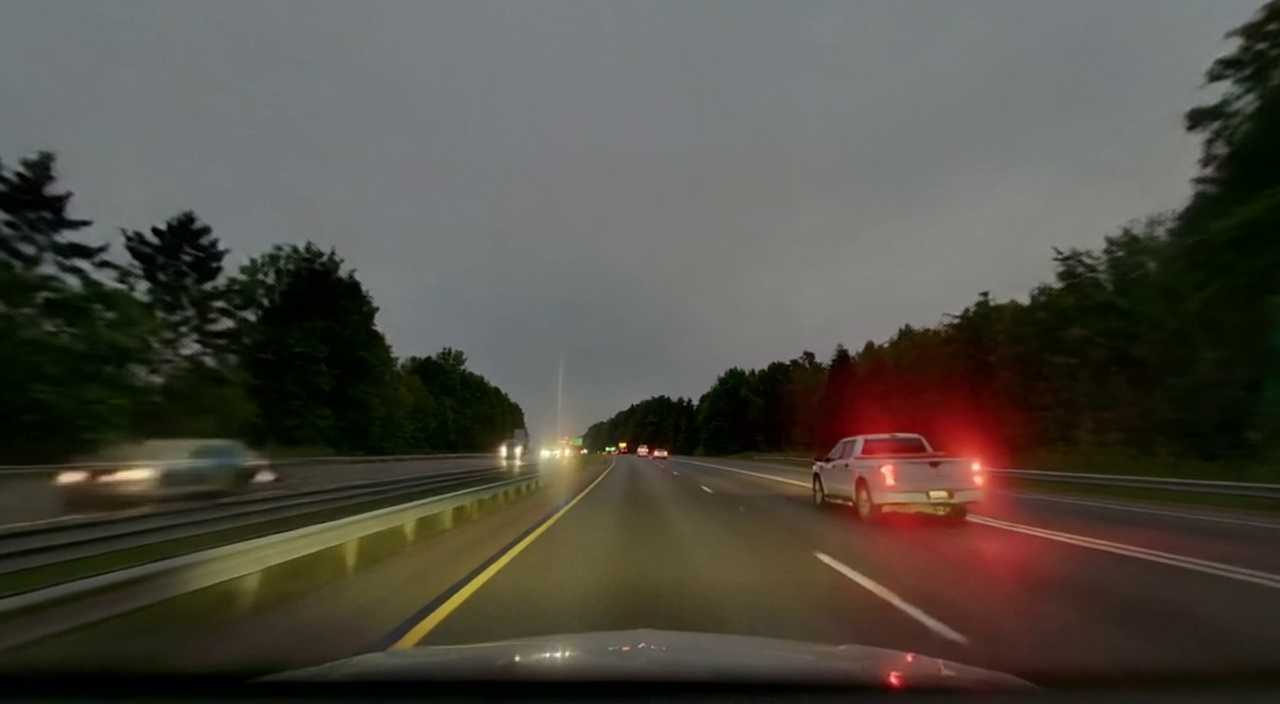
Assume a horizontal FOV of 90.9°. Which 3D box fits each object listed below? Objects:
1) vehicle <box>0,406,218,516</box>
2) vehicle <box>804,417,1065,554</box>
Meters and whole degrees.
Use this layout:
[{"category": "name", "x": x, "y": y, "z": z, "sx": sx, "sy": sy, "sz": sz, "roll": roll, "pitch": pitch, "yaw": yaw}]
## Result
[{"category": "vehicle", "x": -9.105, "y": 1.698, "z": 9.990, "sx": 1.852, "sy": 1.394, "sz": 4.228, "roll": 0, "pitch": -9, "yaw": 0}, {"category": "vehicle", "x": 4.212, "y": 1.988, "z": 10.037, "sx": 1.933, "sy": 1.663, "sz": 4.440, "roll": 0, "pitch": -9, "yaw": -1}]
